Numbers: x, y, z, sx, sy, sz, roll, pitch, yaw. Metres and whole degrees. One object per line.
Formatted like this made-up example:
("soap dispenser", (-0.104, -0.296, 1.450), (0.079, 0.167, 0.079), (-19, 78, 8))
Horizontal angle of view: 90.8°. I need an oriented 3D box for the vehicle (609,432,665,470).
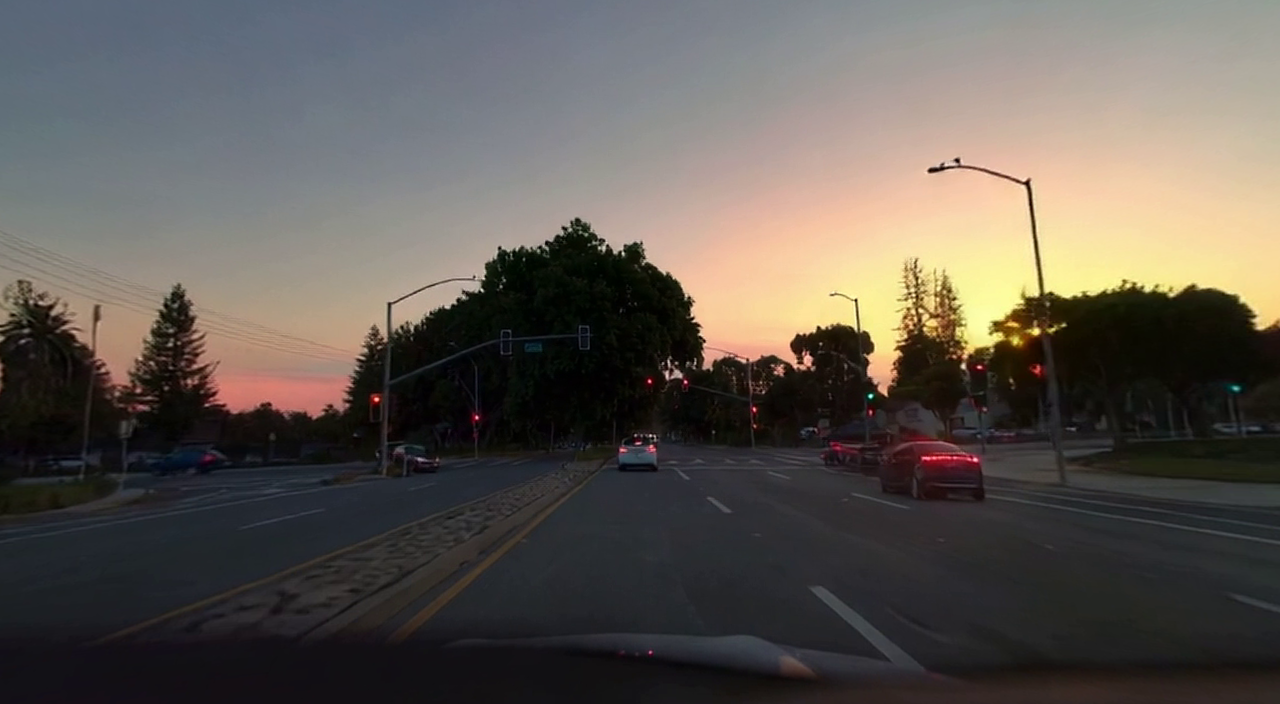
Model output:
("vehicle", (-0.050, 4.477, 28.780), (2.074, 1.570, 3.647), (0, -8, 7))
